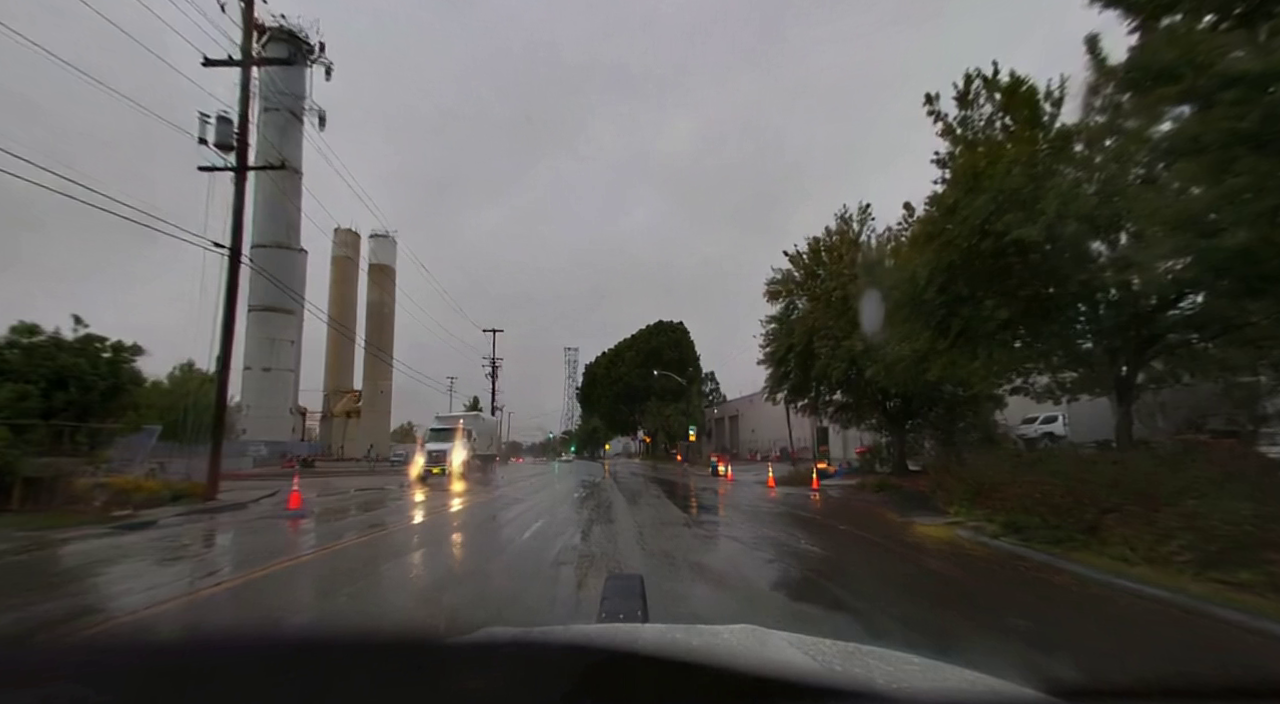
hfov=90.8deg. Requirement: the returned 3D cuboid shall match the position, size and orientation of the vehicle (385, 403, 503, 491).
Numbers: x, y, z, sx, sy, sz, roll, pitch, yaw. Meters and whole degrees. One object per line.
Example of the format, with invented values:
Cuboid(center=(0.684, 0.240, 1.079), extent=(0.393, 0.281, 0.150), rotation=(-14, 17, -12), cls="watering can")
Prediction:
Cuboid(center=(-8.145, 4.172, 27.520), extent=(2.991, 3.173, 7.929), rotation=(-1, -9, -3), cls="vehicle")
